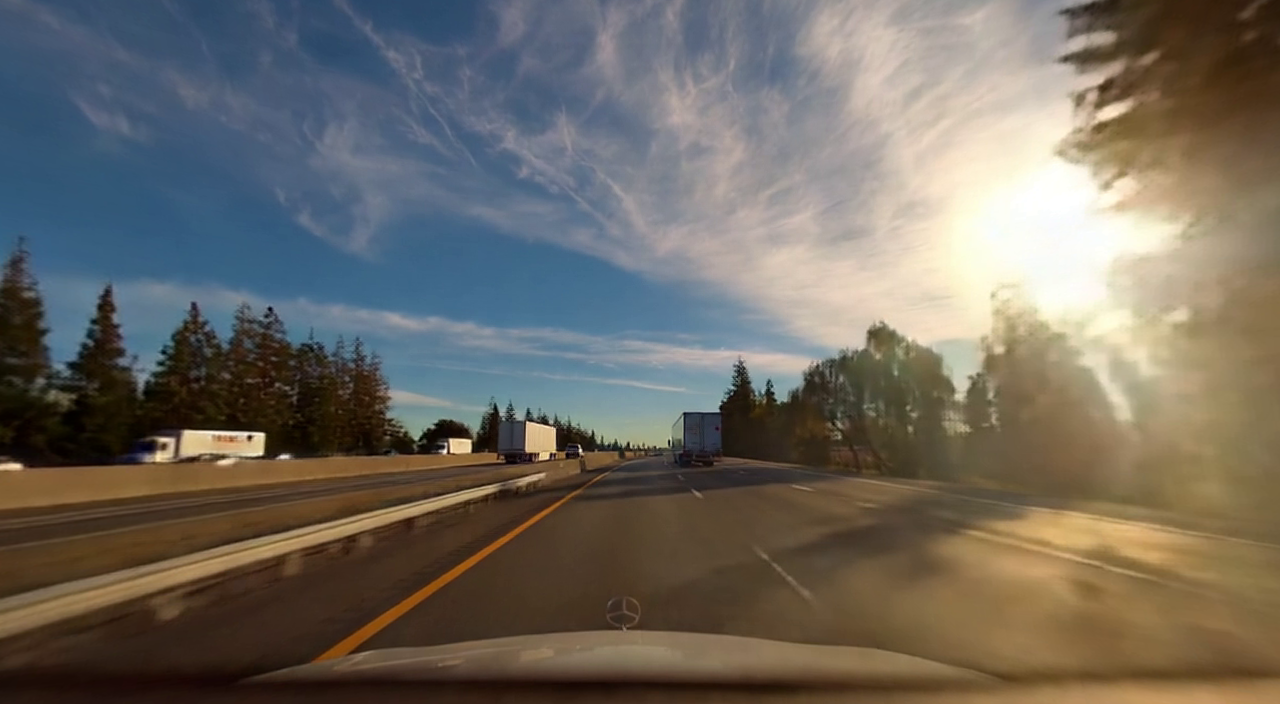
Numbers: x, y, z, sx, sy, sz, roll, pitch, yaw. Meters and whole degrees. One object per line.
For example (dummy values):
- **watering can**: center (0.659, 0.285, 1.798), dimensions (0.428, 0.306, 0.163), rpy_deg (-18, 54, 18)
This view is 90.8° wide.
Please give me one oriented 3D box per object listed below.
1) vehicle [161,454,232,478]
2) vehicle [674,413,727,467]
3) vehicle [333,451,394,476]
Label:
- **vehicle**: center (-29.229, 7.489, 41.715), dimensions (1.805, 1.458, 3.709), rpy_deg (-1, -9, 5)
- **vehicle**: center (4.442, 6.971, 49.170), dimensions (2.928, 3.595, 13.975), rpy_deg (0, -9, 1)
- **vehicle**: center (-17.622, 7.095, 40.382), dimensions (1.833, 1.438, 4.011), rpy_deg (-1, -9, 5)
